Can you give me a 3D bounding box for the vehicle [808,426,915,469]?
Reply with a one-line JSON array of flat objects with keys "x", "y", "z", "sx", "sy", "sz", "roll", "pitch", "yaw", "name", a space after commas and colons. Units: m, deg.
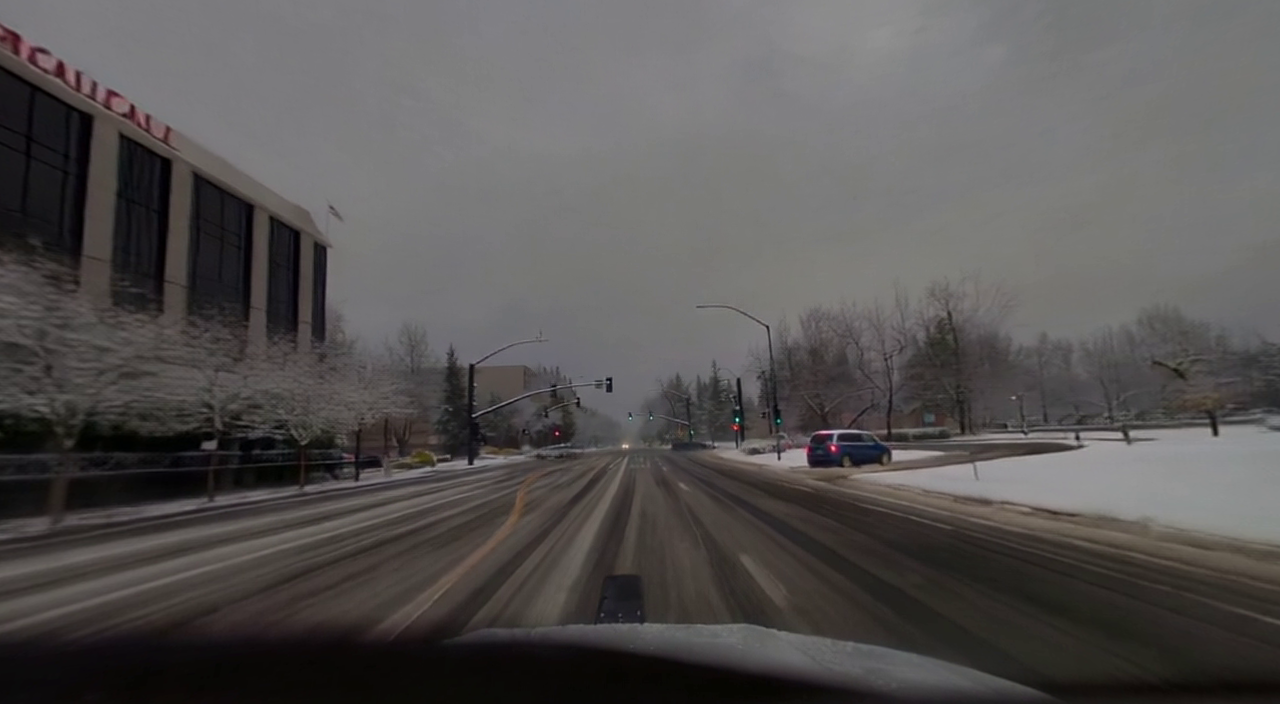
[{"x": 10.260, "y": 4.381, "z": 29.089, "sx": 4.635, "sy": 1.821, "sz": 2.087, "roll": 5, "pitch": -10, "yaw": -31, "name": "vehicle"}]
